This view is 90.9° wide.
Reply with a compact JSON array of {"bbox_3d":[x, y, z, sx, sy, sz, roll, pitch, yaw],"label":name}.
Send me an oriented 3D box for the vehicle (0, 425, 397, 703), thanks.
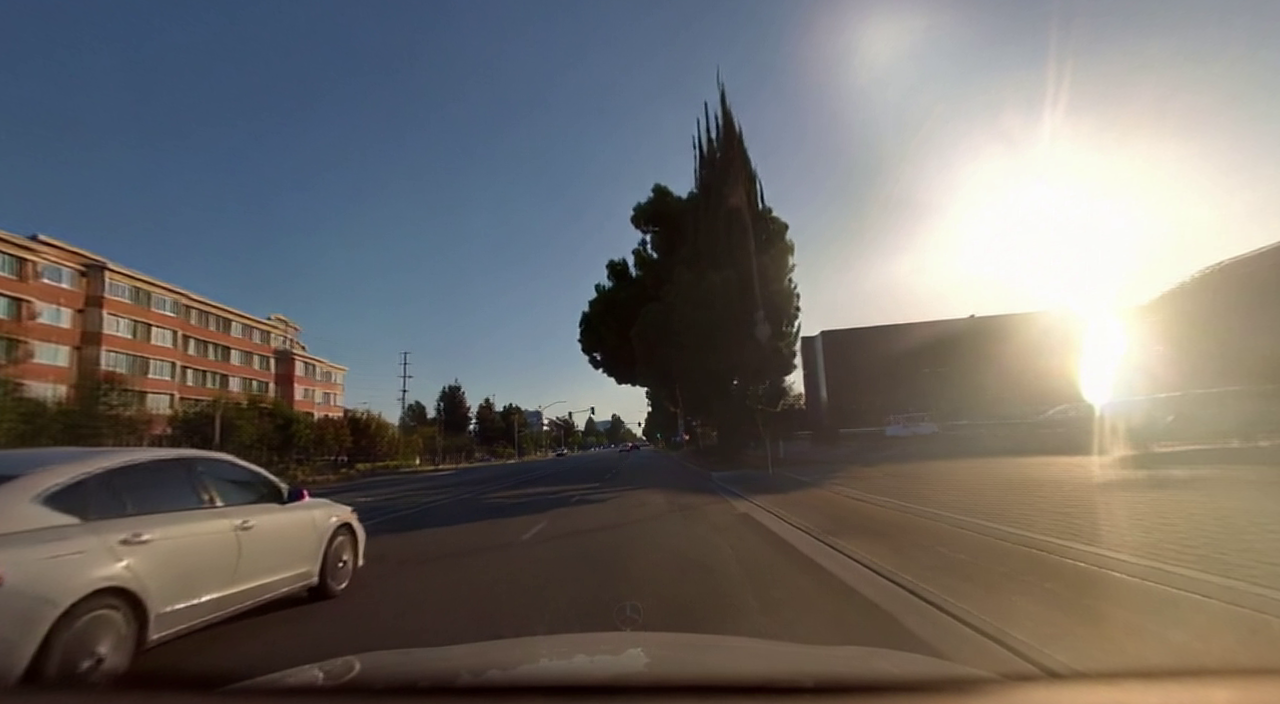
[{"bbox_3d":[-3.516,1.270,4.049,1.972,1.490,4.591,0,-8,1],"label":"vehicle"}]
